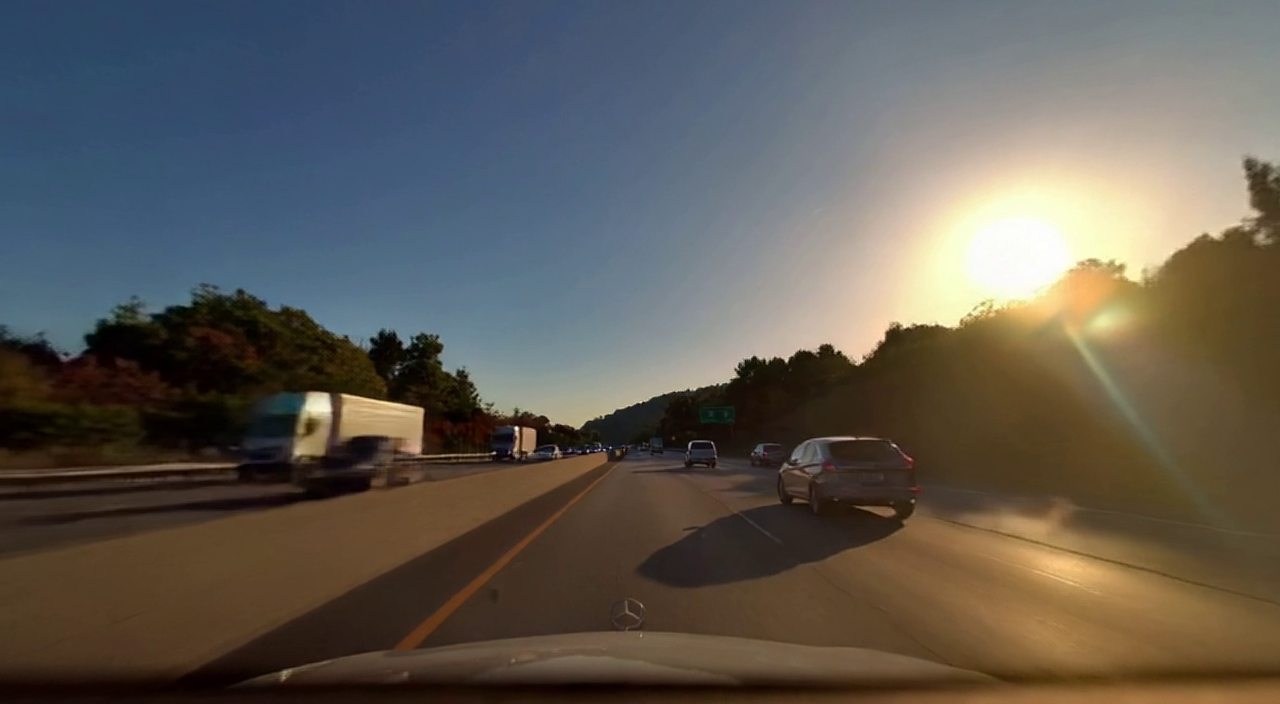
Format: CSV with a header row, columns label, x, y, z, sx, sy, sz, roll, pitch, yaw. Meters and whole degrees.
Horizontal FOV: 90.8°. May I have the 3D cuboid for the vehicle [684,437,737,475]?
label,x,y,z,sx,sy,sz,roll,pitch,yaw
vehicle,3.481,5.284,32.150,2.070,1.751,4.576,0,-9,-1

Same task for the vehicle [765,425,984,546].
label,x,y,z,sx,sy,sz,roll,pitch,yaw
vehicle,3.597,2.131,10.673,2.023,1.603,4.159,0,-9,-1

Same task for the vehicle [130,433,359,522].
label,x,y,z,sx,sy,sz,roll,pitch,yaw
vehicle,-7.654,2.453,12.846,1.900,1.485,4.239,0,-9,0
